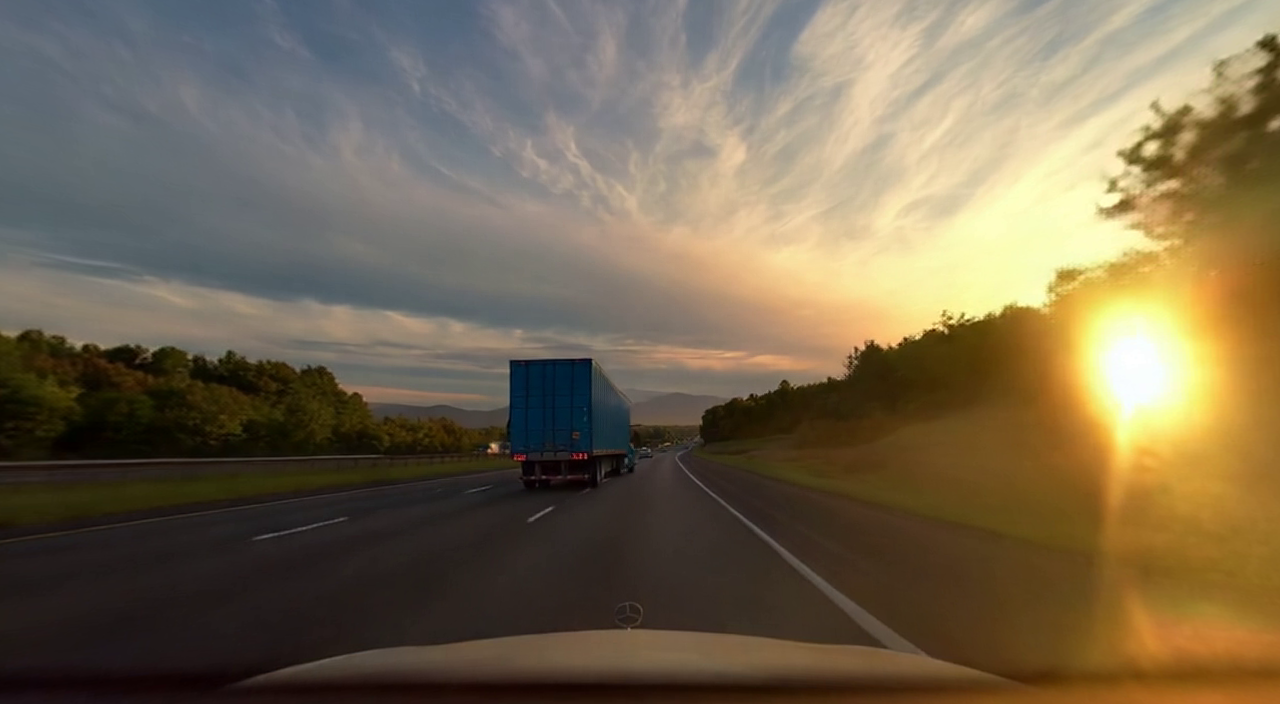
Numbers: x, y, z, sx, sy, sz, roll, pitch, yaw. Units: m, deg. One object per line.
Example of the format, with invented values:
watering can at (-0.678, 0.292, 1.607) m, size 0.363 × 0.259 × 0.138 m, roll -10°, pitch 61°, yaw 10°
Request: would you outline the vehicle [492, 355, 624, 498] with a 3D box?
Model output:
vehicle at (-2.506, 3.213, 25.230) m, size 2.851 × 4.098 × 14.436 m, roll 0°, pitch -9°, yaw 2°
